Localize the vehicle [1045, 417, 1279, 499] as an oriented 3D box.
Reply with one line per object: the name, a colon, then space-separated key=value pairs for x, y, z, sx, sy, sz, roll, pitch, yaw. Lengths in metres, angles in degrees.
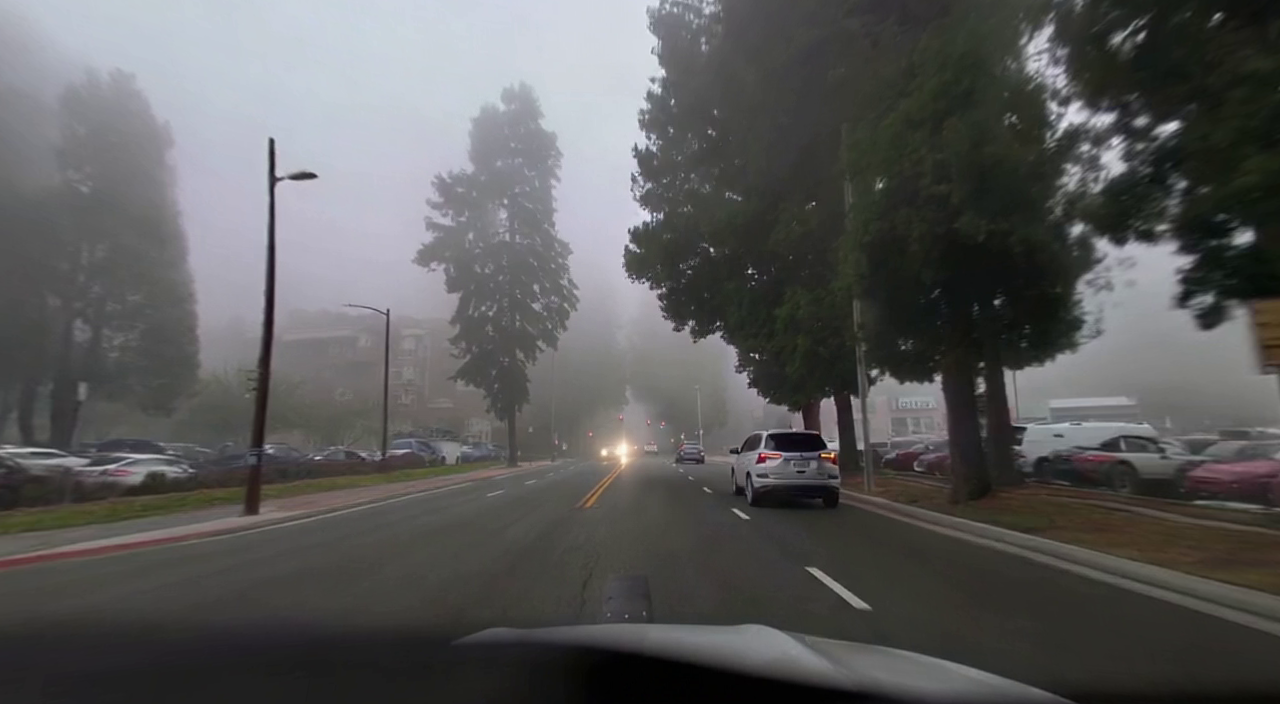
vehicle: x=12.239 y=2.369 z=14.206 sx=4.586 sy=1.671 sz=2.262 roll=0 pitch=-9 yaw=1

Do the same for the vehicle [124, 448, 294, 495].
vehicle: x=-14.603 y=4.001 z=21.560 sx=1.892 sy=1.408 sz=4.413 roll=-8 pitch=-12 yaw=43

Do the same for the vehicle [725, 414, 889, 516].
vehicle: x=3.411 y=2.456 z=14.184 sx=2.251 sy=1.861 sz=5.144 roll=0 pitch=-9 yaw=0

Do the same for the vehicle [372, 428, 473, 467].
vehicle: x=-15.068 y=6.646 z=43.911 sx=6.071 sy=2.468 sz=2.616 roll=7 pitch=-11 yaw=-40

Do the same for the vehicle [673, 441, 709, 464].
vehicle: x=3.499 y=7.064 z=44.457 sx=2.072 sy=1.471 sz=4.834 roll=0 pitch=-9 yaw=-1

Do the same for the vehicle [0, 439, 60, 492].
vehicle: x=-24.591 y=4.529 z=24.807 sx=4.620 sy=1.855 sz=2.173 roll=-11 pitch=-11 yaw=43

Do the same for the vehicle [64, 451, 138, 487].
vehicle: x=-24.591 y=5.252 z=28.690 sx=2.047 sy=1.463 sz=4.381 roll=8 pitch=-12 yaw=-44

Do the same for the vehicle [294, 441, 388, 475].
vehicle: x=-15.126 y=5.365 z=31.929 sx=3.993 sy=1.566 sz=2.114 roll=4 pitch=-12 yaw=-33
